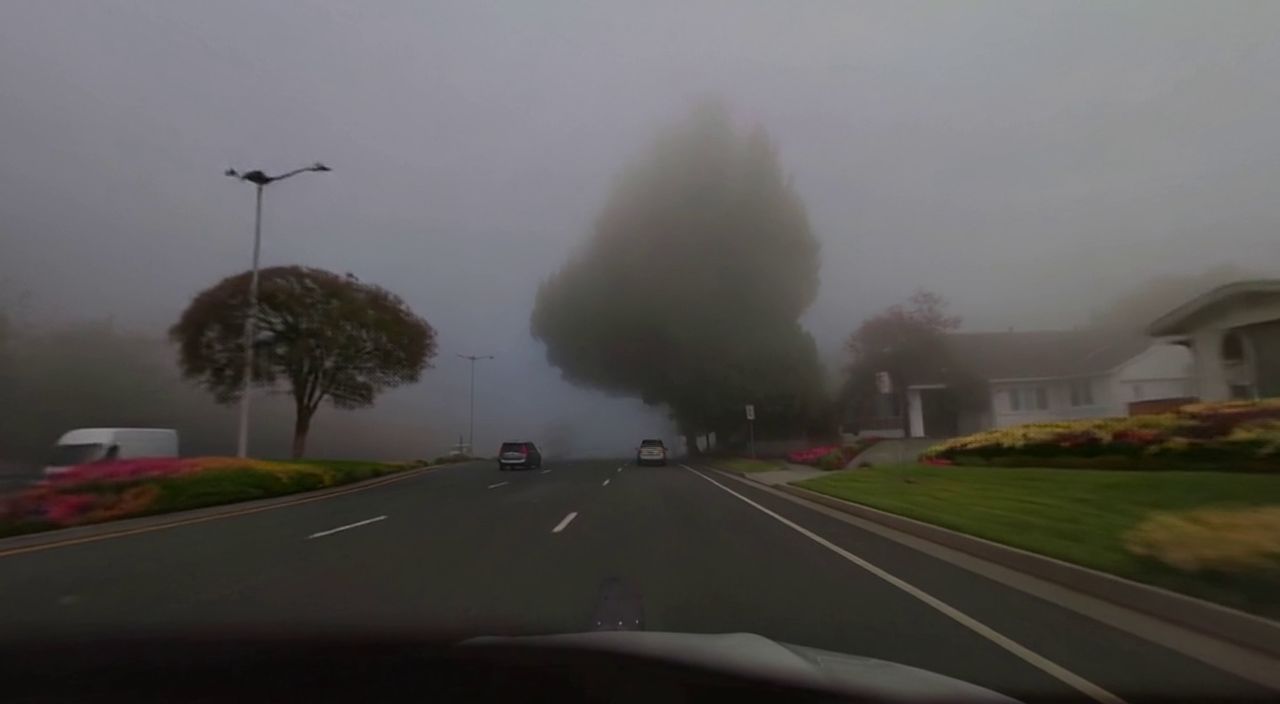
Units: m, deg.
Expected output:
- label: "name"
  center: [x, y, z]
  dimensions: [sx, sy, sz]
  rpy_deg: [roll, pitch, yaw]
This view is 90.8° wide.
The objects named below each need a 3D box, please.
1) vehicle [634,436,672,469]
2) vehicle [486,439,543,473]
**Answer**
- label: "vehicle"
  center: [0.732, 5.904, 37.316]
  dimensions: [2.070, 1.764, 4.552]
  rpy_deg: [0, -8, 0]
- label: "vehicle"
  center: [-6.523, 5.443, 33.270]
  dimensions: [1.993, 1.657, 4.487]
  rpy_deg: [0, -8, 1]
